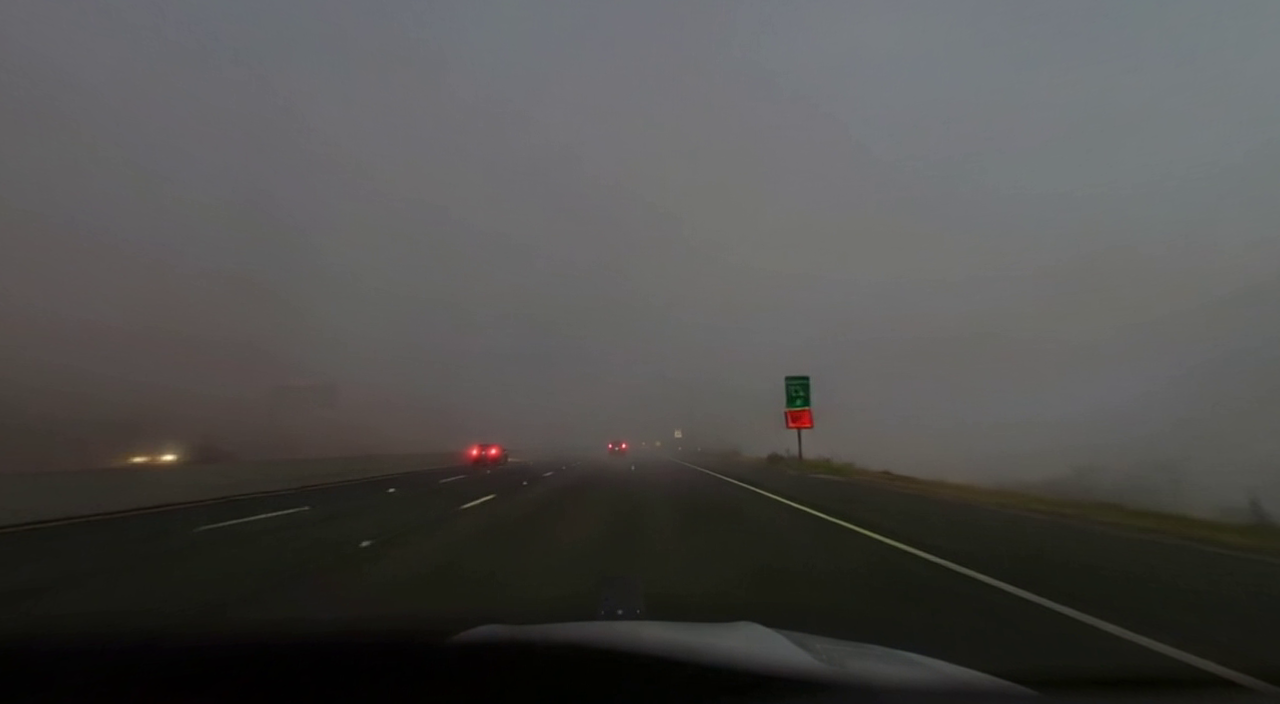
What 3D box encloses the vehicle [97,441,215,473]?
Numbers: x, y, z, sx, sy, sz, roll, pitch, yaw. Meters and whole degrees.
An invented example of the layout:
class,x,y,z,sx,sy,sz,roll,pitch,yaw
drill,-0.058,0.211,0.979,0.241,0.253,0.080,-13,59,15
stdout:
class,x,y,z,sx,sy,sz,roll,pitch,yaw
vehicle,-27.380,5.946,36.049,2.174,1.694,5.802,0,-8,-1
